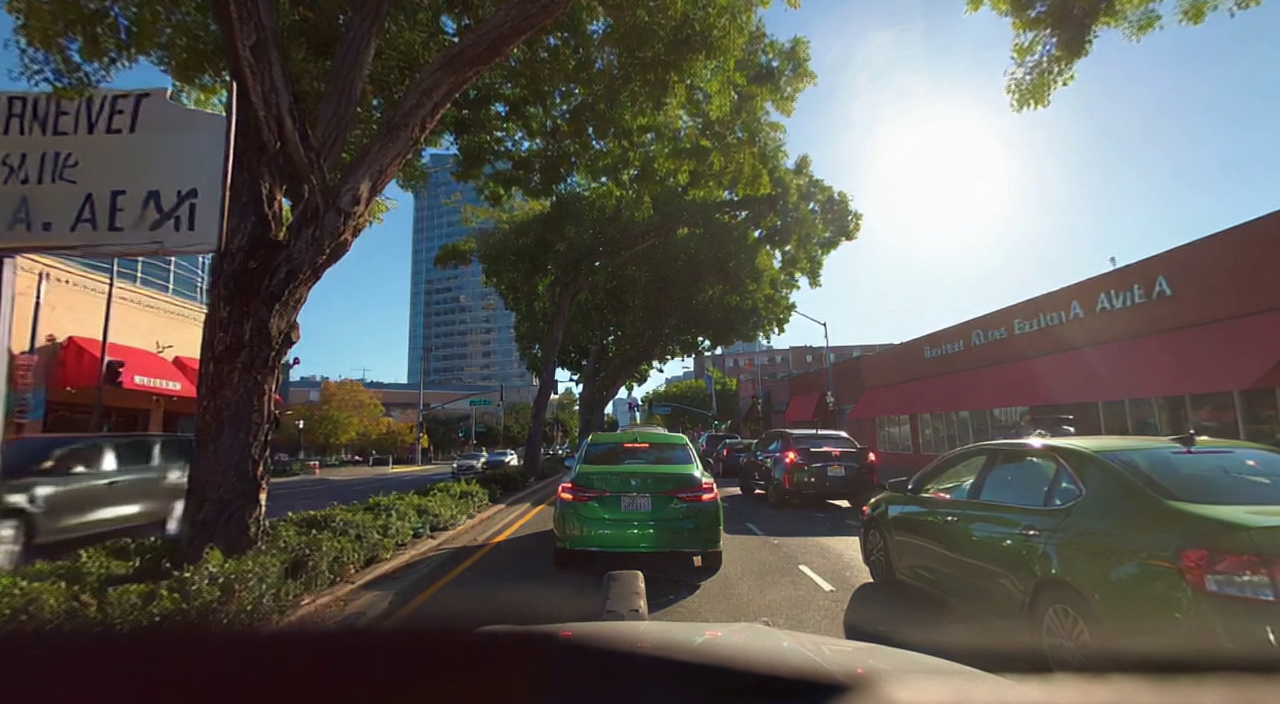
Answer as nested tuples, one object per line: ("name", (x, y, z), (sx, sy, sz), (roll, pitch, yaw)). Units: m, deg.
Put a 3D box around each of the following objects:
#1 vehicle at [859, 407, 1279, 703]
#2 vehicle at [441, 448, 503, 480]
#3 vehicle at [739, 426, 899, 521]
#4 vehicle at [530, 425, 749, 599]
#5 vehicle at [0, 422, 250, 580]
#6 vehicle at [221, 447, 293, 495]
("vehicle", (3.308, 1.257, 4.482), (1.988, 1.480, 4.195), (0, -9, 0))
("vehicle", (-8.235, 5.511, 31.417), (1.850, 1.417, 4.321), (0, -9, 1))
("vehicle", (3.529, 2.486, 13.414), (2.025, 1.660, 4.263), (0, -9, -1))
("vehicle", (-0.019, 1.656, 7.315), (1.887, 1.487, 3.535), (0, -9, 0))
("vehicle", (-8.008, 1.948, 9.049), (2.079, 1.695, 4.374), (0, -9, -1))
("vehicle", (-15.894, 4.836, 26.117), (2.072, 1.773, 4.329), (6, -10, -35))
